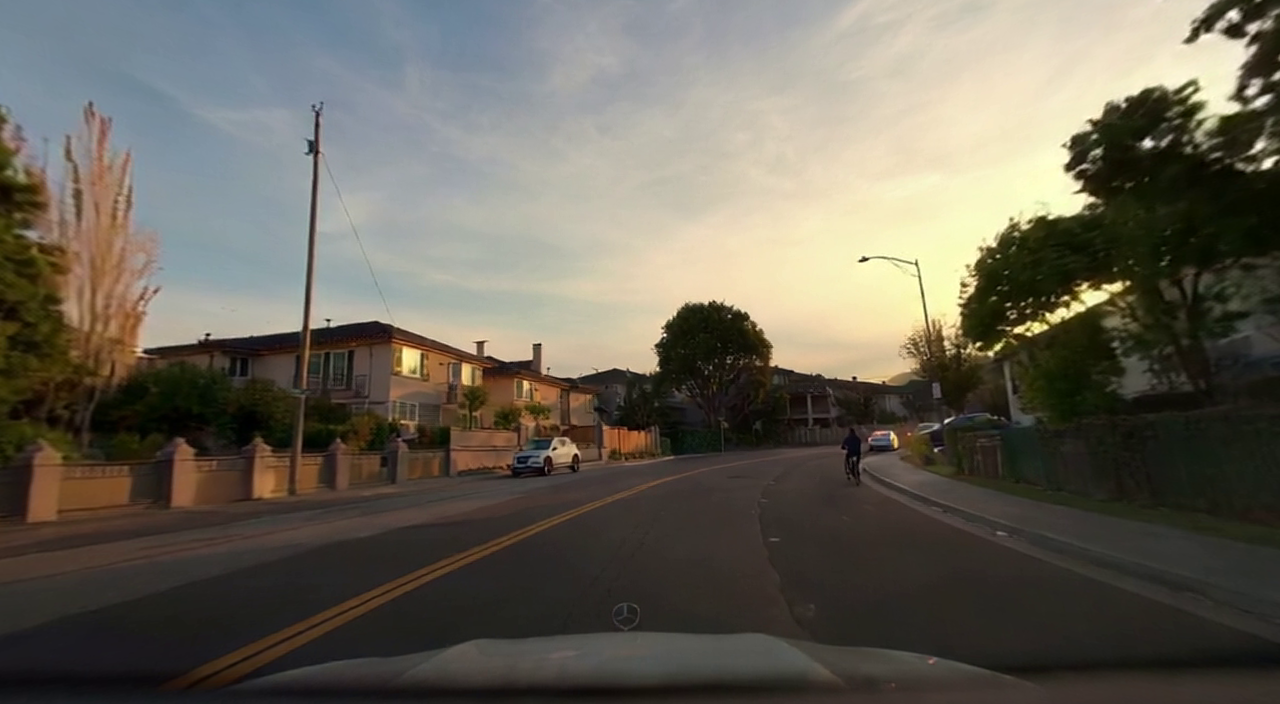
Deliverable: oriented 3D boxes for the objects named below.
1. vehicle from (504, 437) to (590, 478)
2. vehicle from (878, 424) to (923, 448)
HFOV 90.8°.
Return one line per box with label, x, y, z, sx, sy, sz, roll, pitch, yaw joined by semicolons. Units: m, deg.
vehicle;-3.982;4.623;27.914;1.937;1.670;4.391;-3;-9;19
vehicle;19.718;6.411;47.750;2.105;1.705;4.392;-6;-11;35
